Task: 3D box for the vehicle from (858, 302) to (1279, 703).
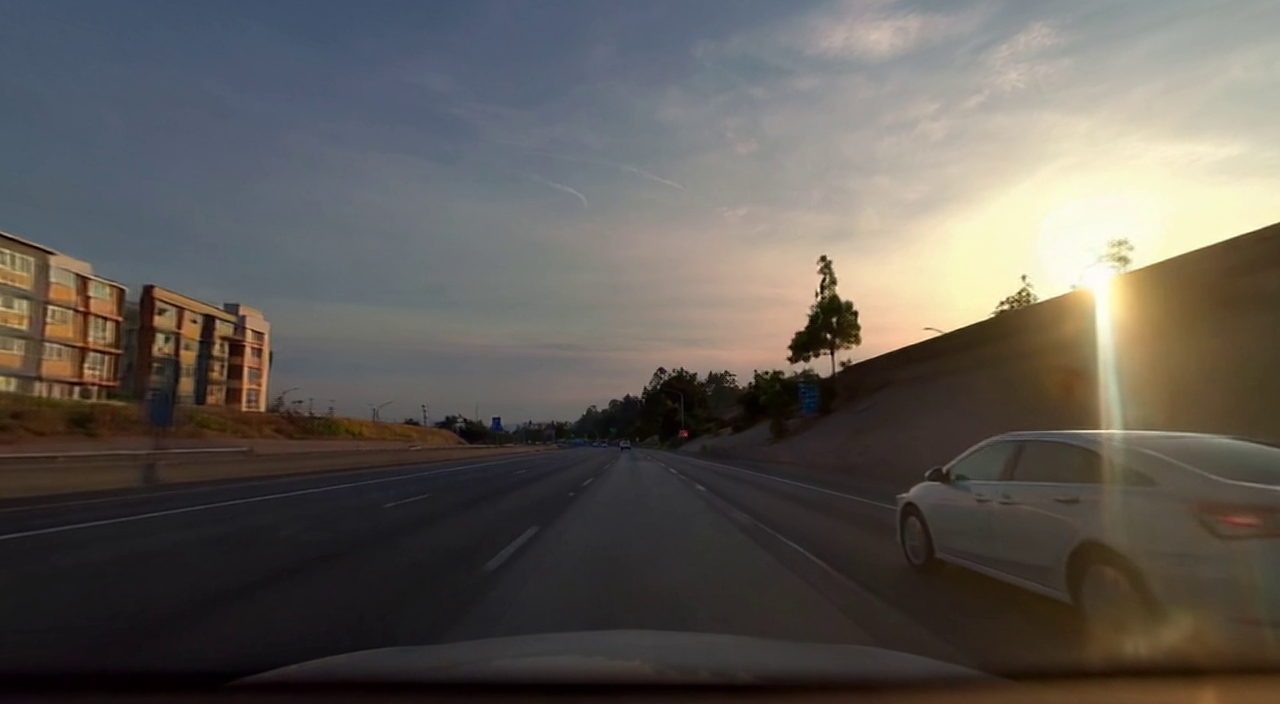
[{"bbox_3d":[3.536,0.970,4.286,2.212,1.753,5.064,0,-9,-1],"label":"vehicle"}]
